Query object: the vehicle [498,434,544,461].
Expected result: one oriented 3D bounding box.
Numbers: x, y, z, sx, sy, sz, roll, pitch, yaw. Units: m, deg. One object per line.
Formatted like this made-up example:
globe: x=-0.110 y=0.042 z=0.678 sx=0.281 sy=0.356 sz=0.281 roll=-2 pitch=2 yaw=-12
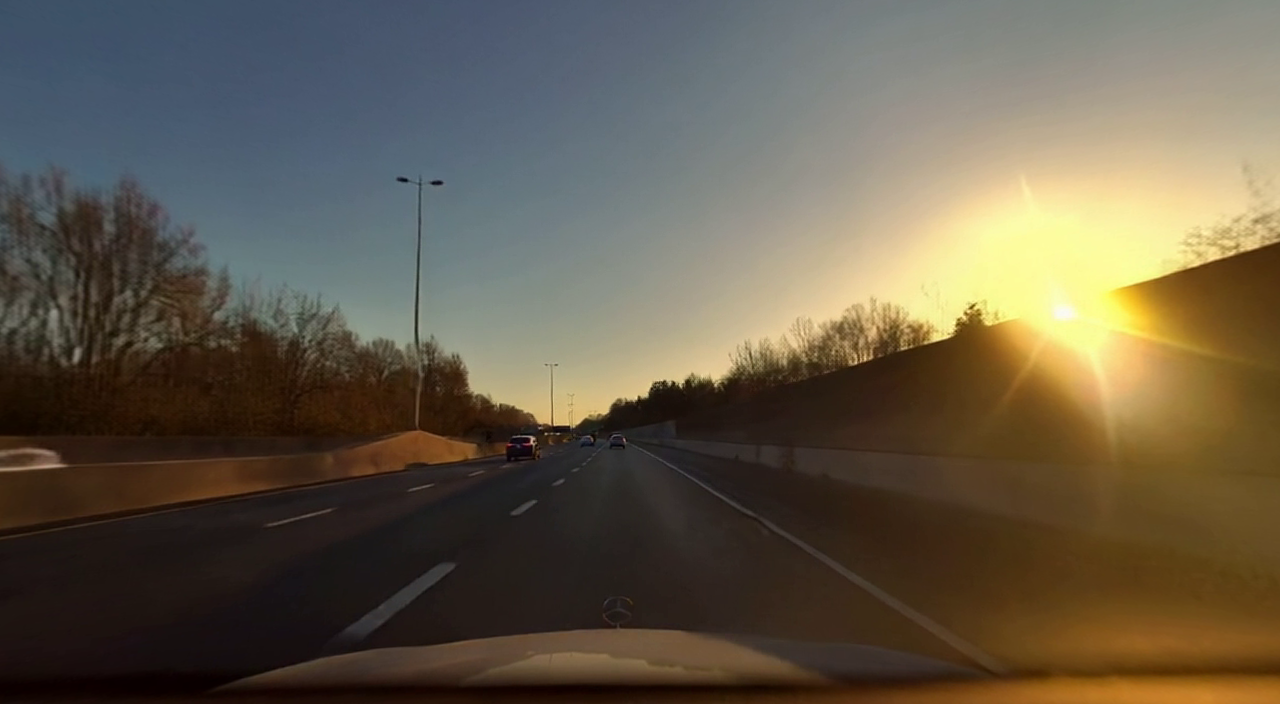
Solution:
vehicle: x=-6.870 y=5.540 z=36.708 sx=1.988 sy=1.505 sz=4.044 roll=0 pitch=-8 yaw=-1
